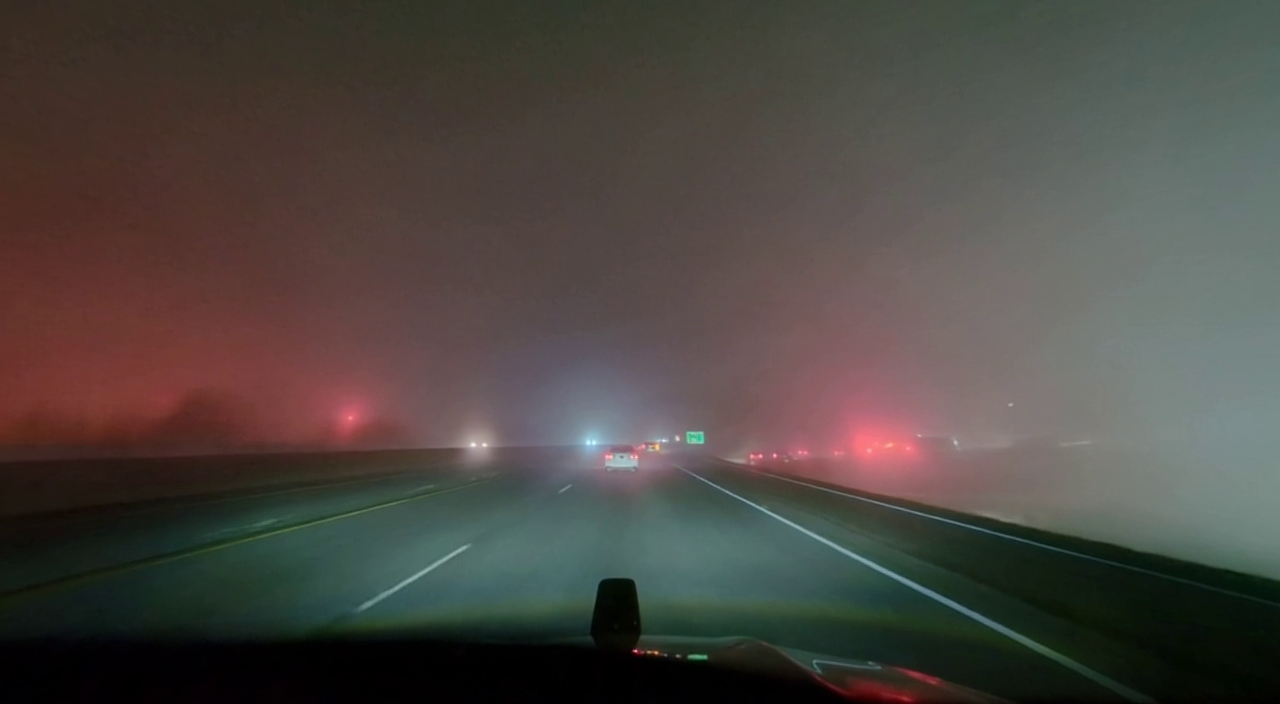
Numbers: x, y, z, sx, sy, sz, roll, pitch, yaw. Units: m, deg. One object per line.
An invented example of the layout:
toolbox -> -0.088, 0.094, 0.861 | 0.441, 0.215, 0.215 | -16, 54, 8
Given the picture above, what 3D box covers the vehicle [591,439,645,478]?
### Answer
vehicle -> -0.853, 4.538, 26.889 | 2.055, 1.509, 4.255 | -1, -9, 1
